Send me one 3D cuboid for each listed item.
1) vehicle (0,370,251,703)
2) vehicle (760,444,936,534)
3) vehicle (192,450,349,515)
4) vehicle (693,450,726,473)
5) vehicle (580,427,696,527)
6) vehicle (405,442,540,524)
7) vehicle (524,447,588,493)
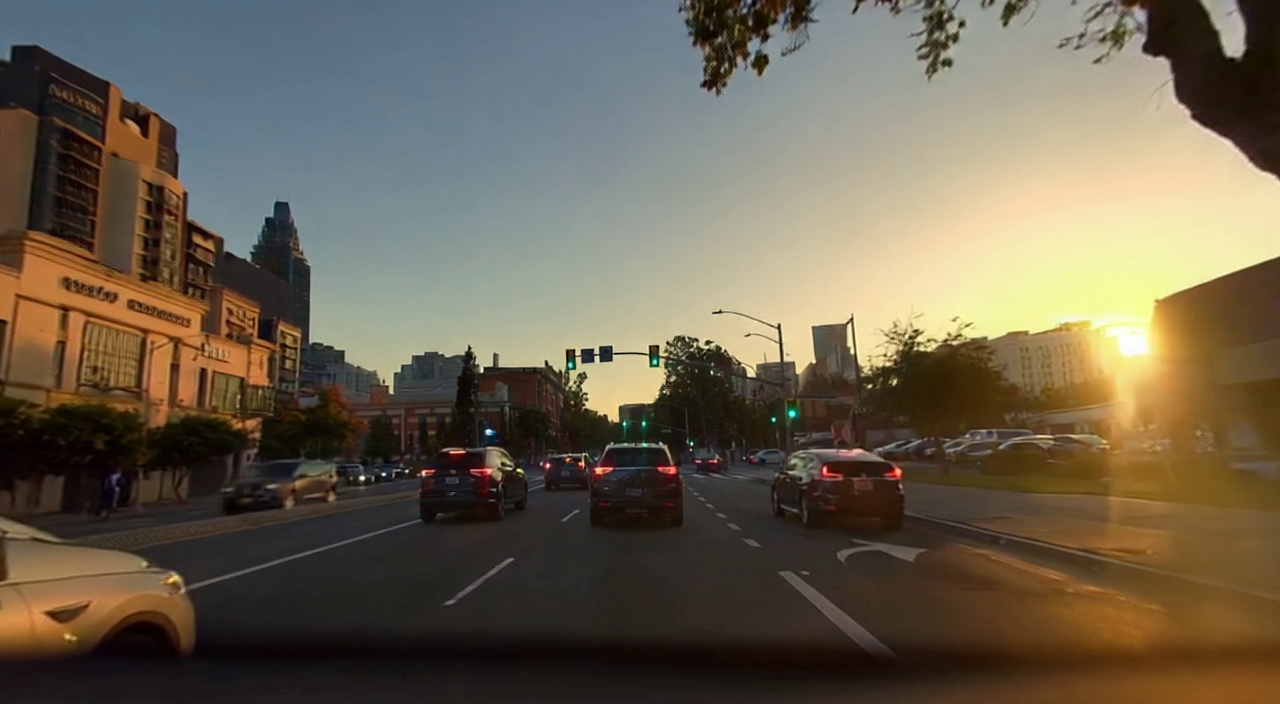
[{"bbox_3d":[-3.342,0.751,1.425,1.975,1.624,4.481,0,-9,1],"label":"vehicle"},{"bbox_3d":[3.885,2.623,12.769,1.986,1.457,4.566,0,-9,-1],"label":"vehicle"},{"bbox_3d":[-11.312,3.986,19.799,2.103,1.755,4.551,0,-9,1],"label":"vehicle"},{"bbox_3d":[4.966,7.704,44.640,1.878,1.526,4.736,-2,-9,12],"label":"vehicle"},{"bbox_3d":[-0.013,2.553,13.360,2.075,1.770,4.018,0,-9,1],"label":"vehicle"},{"bbox_3d":[-3.699,2.945,14.762,1.886,1.599,4.247,0,-9,1],"label":"vehicle"},{"bbox_3d":[-3.234,4.591,24.957,1.894,1.642,3.861,0,-9,1],"label":"vehicle"}]
